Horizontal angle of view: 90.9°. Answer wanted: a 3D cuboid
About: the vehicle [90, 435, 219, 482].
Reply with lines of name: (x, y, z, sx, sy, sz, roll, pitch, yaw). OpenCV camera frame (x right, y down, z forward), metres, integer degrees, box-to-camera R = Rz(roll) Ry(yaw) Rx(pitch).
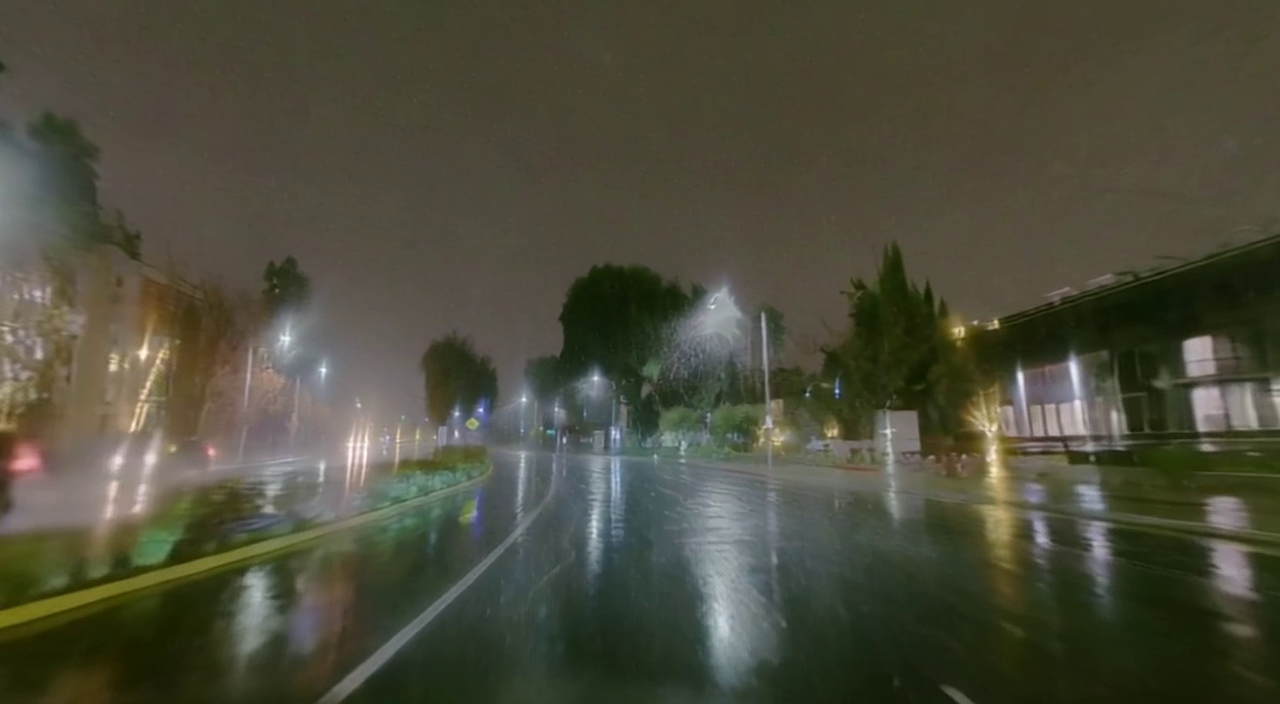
vehicle: (-20.155, 4.436, 26.500, 2.089, 1.770, 4.848, 1, -9, -8)
